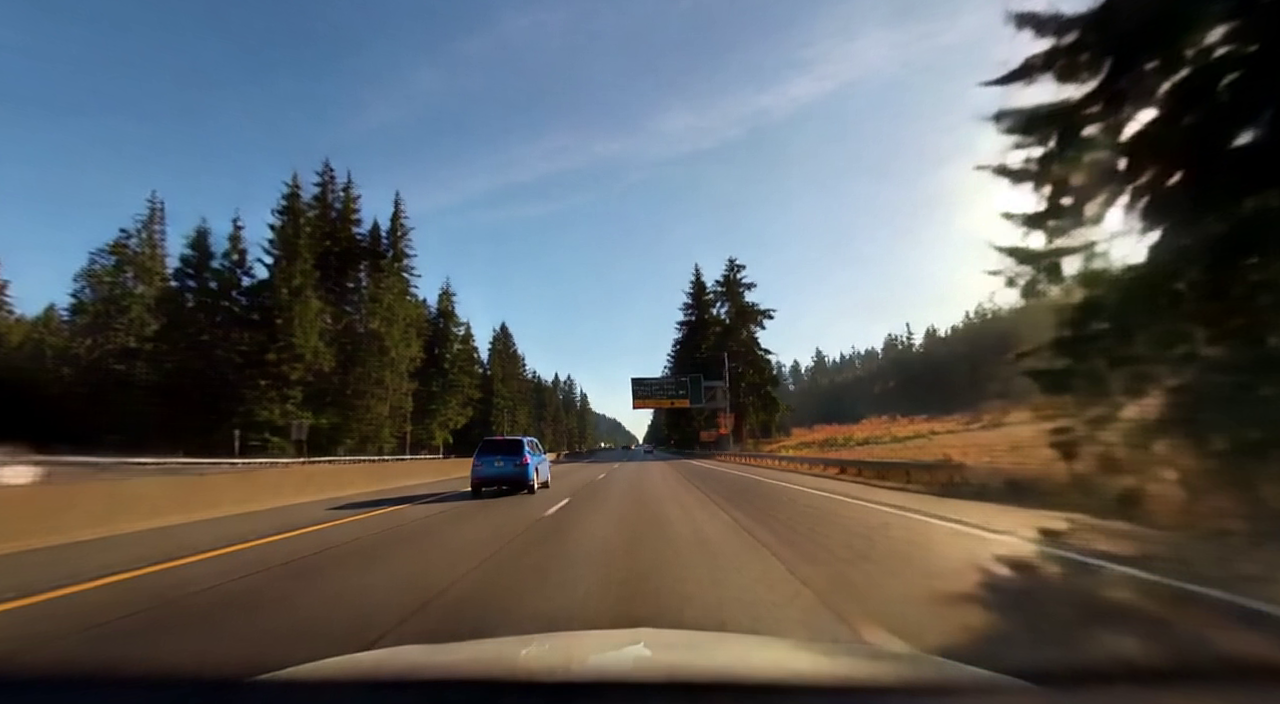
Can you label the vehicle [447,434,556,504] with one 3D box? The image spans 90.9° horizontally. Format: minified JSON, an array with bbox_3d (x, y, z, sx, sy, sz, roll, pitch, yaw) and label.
[{"bbox_3d":[-3.848,3.332,18.428,2.084,1.752,4.479,-1,-9,1],"label":"vehicle"}]
